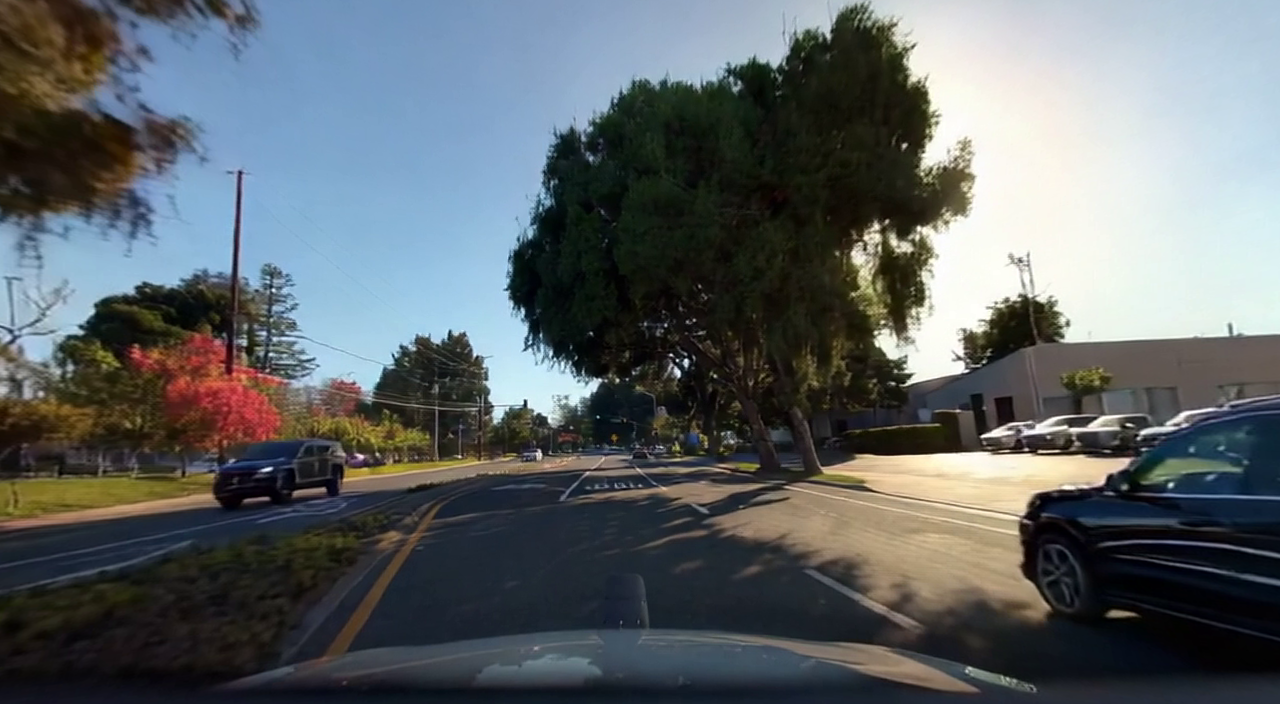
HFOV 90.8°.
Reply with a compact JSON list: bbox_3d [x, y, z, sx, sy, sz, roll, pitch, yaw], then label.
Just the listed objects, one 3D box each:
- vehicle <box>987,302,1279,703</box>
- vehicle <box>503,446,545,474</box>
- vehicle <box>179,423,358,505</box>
[{"bbox_3d":[3.812,0.688,2.337,2.218,1.878,4.748,0,-9,-2],"label":"vehicle"},{"bbox_3d":[-8.032,7.519,44.185,2.079,1.830,4.951,0,-9,-1],"label":"vehicle"},{"bbox_3d":[-11.181,3.408,19.720,2.131,2.148,5.709,0,-9,-1],"label":"vehicle"}]
